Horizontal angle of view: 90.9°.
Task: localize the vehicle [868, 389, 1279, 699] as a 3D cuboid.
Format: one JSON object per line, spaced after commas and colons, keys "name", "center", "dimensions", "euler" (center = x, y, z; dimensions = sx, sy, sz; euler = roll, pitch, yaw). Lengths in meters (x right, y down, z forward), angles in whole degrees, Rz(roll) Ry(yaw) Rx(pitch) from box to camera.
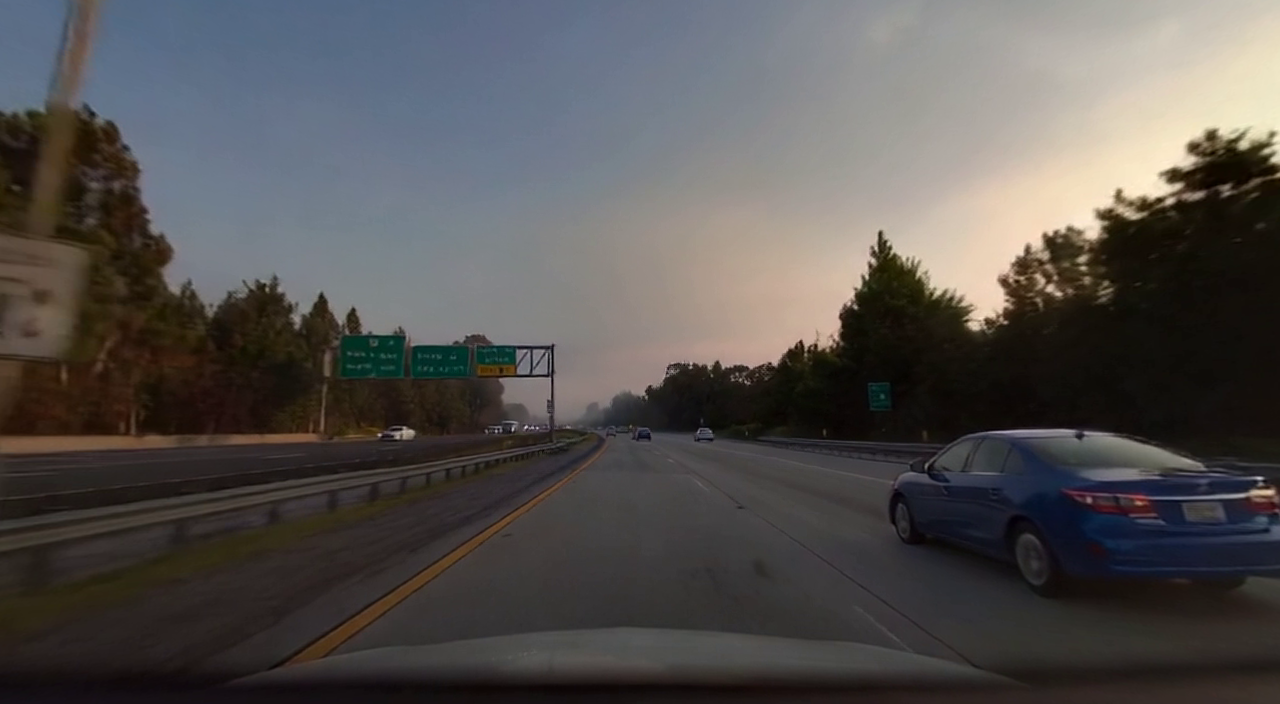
{"name": "vehicle", "center": [3.653, 1.179, 5.123], "dimensions": [1.977, 1.443, 4.225], "euler": [0, -8, -1]}
